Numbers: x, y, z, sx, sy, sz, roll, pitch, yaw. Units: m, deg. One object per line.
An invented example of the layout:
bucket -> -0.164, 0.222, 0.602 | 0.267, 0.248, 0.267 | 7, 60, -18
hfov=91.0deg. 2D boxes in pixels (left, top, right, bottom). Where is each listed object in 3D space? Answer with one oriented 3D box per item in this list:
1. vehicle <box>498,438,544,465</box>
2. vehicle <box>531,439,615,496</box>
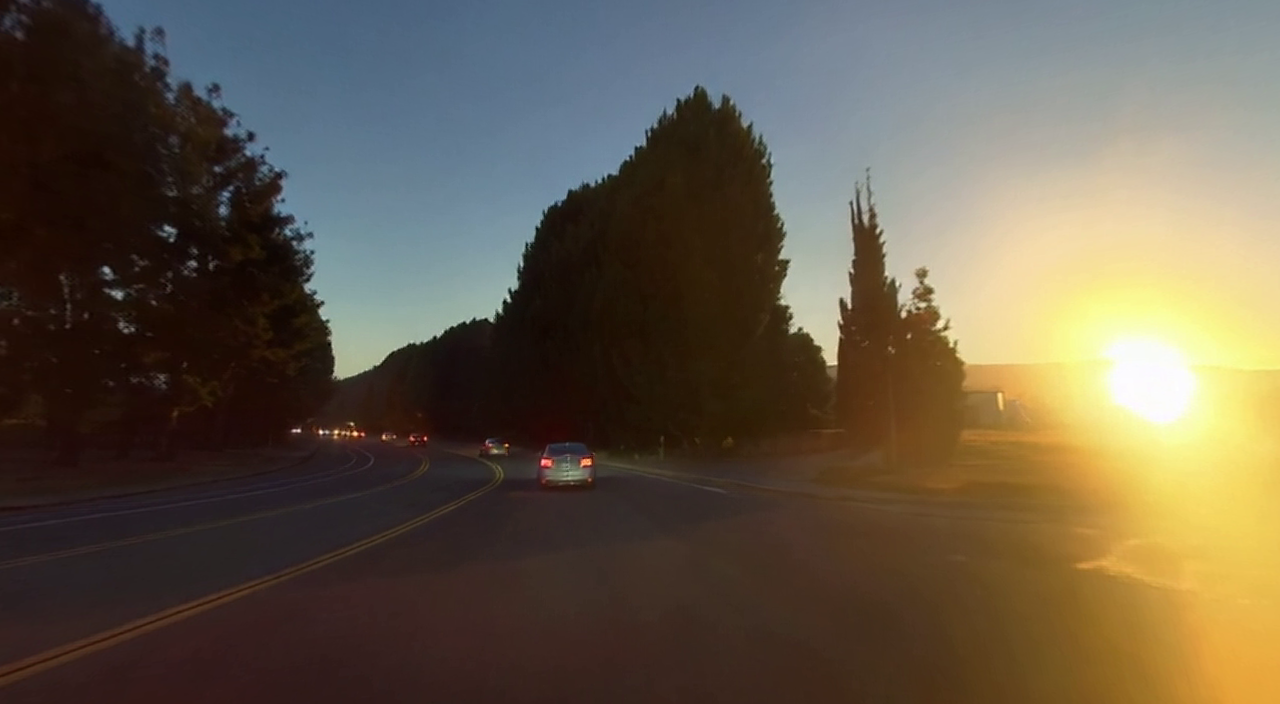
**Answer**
vehicle -> -7.226, 5.971, 37.876 | 2.080, 1.530, 3.719 | 3, -9, -20
vehicle -> -2.147, 3.474, 19.353 | 2.296, 1.510, 4.068 | 1, -9, -9
